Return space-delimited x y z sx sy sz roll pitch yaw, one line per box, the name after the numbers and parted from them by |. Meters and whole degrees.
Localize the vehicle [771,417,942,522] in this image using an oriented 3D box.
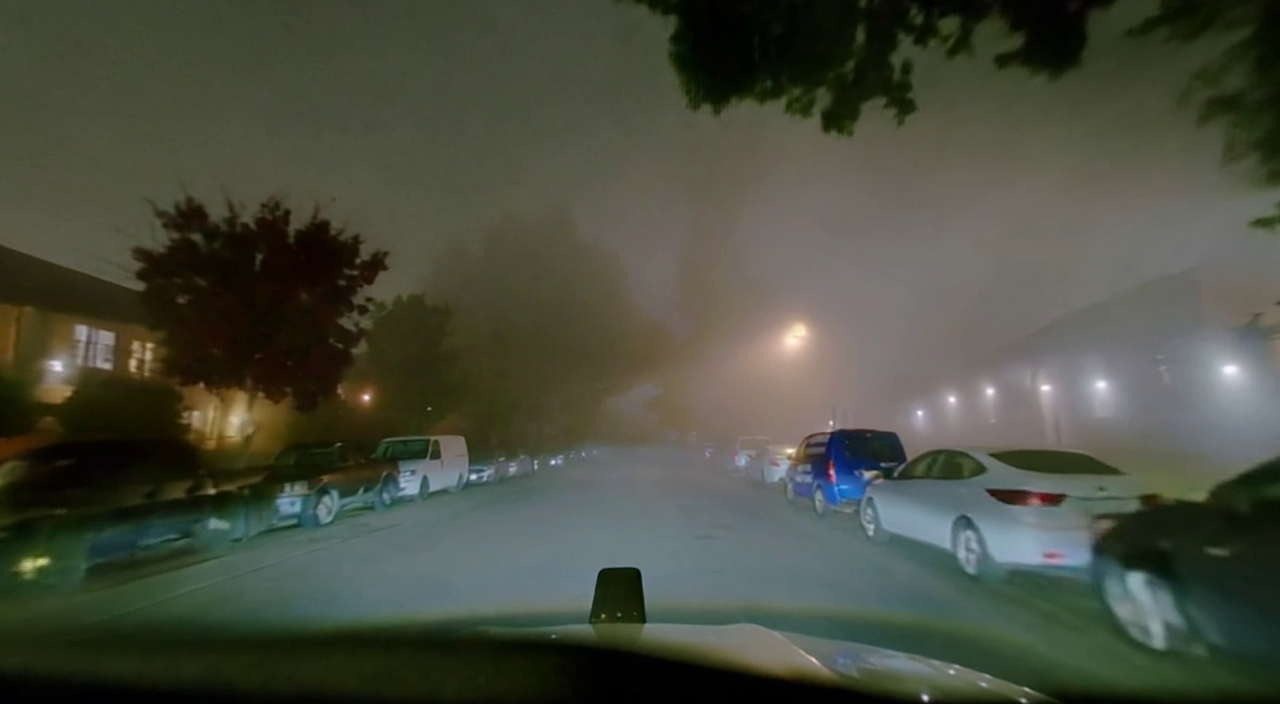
4.351 2.463 13.776 1.985 1.819 5.163 0 -9 1 | vehicle

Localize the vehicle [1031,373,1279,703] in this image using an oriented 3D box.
4.021 0.853 2.305 1.903 1.714 5.092 0 -9 0 | vehicle

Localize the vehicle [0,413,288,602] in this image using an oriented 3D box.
-7.082 1.804 7.648 1.965 1.797 6.086 -3 -10 2 | vehicle

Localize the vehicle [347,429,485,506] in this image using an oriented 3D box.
-6.758 3.517 19.953 2.085 1.997 5.755 -2 -8 2 | vehicle

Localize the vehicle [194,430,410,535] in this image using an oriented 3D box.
-7.076 2.766 14.084 1.891 1.780 5.240 -3 -9 1 | vehicle
